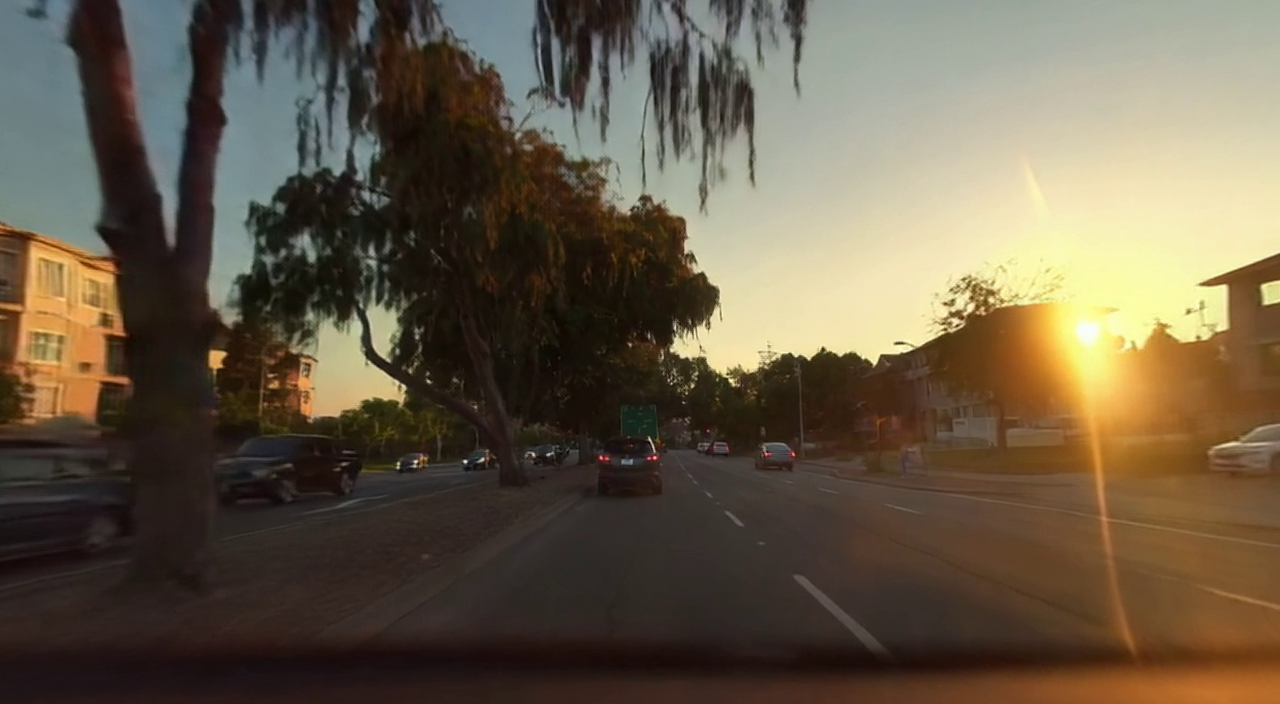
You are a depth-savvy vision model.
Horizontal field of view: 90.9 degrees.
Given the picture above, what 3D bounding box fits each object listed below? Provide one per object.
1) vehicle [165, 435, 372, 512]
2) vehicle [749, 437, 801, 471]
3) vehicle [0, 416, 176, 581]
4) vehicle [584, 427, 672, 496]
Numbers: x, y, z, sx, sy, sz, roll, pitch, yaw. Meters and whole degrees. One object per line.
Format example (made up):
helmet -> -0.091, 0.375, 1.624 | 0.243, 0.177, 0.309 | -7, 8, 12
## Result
vehicle -> -10.716, 3.535, 19.061 | 2.238, 1.906, 6.264 | -1, -8, 2
vehicle -> 7.476, 5.691, 35.329 | 1.971, 1.722, 4.341 | 0, -8, 1
vehicle -> -8.011, 1.614, 6.965 | 2.119, 1.778, 4.760 | 0, -8, 0
vehicle -> -0.307, 3.229, 18.960 | 2.332, 1.798, 4.546 | 0, -8, 0
